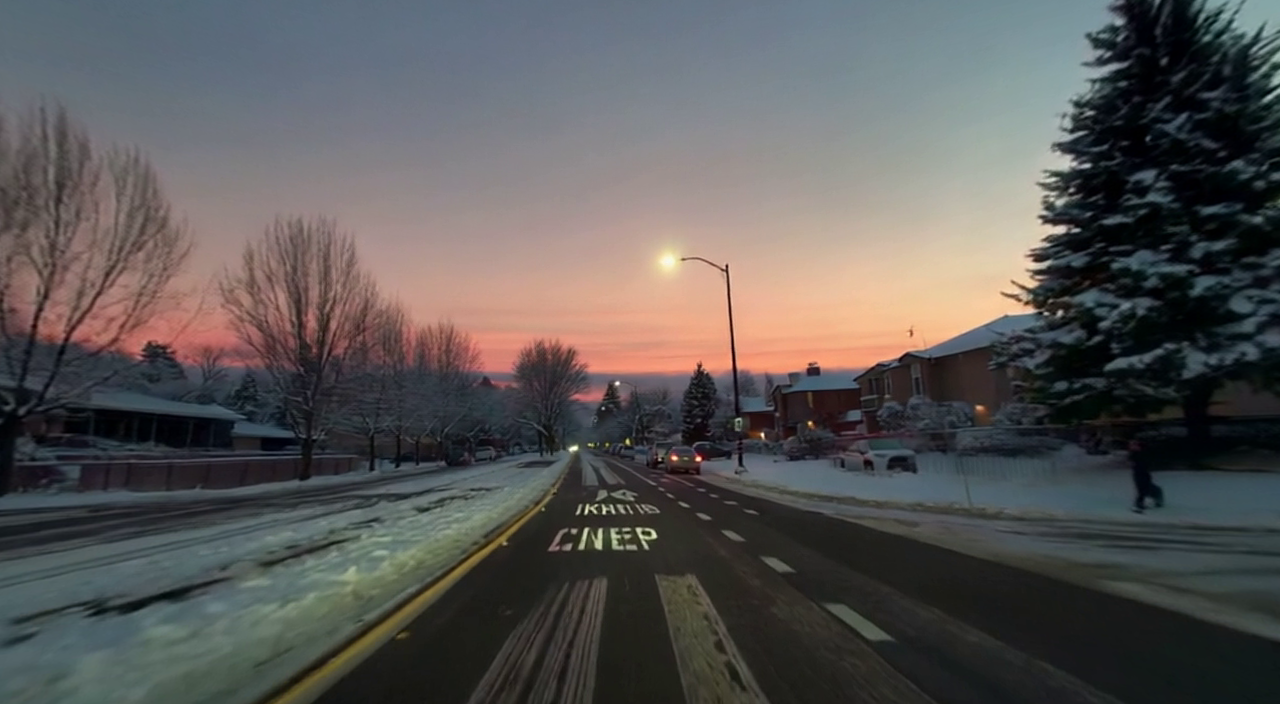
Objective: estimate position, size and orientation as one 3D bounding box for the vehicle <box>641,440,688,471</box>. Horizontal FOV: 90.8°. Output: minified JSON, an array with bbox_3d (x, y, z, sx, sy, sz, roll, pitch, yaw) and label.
[{"bbox_3d":[1.470,6.746,41.302,2.293,1.858,5.868,1,-9,-6],"label":"vehicle"}]

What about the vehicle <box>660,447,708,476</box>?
[{"bbox_3d":[2.332,5.968,34.666,1.919,1.474,4.370,1,-9,-6],"label":"vehicle"}]

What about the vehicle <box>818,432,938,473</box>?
[{"bbox_3d":[10.276,4.361,27.451,4.492,1.619,1.849,-6,-10,33],"label":"vehicle"}]
